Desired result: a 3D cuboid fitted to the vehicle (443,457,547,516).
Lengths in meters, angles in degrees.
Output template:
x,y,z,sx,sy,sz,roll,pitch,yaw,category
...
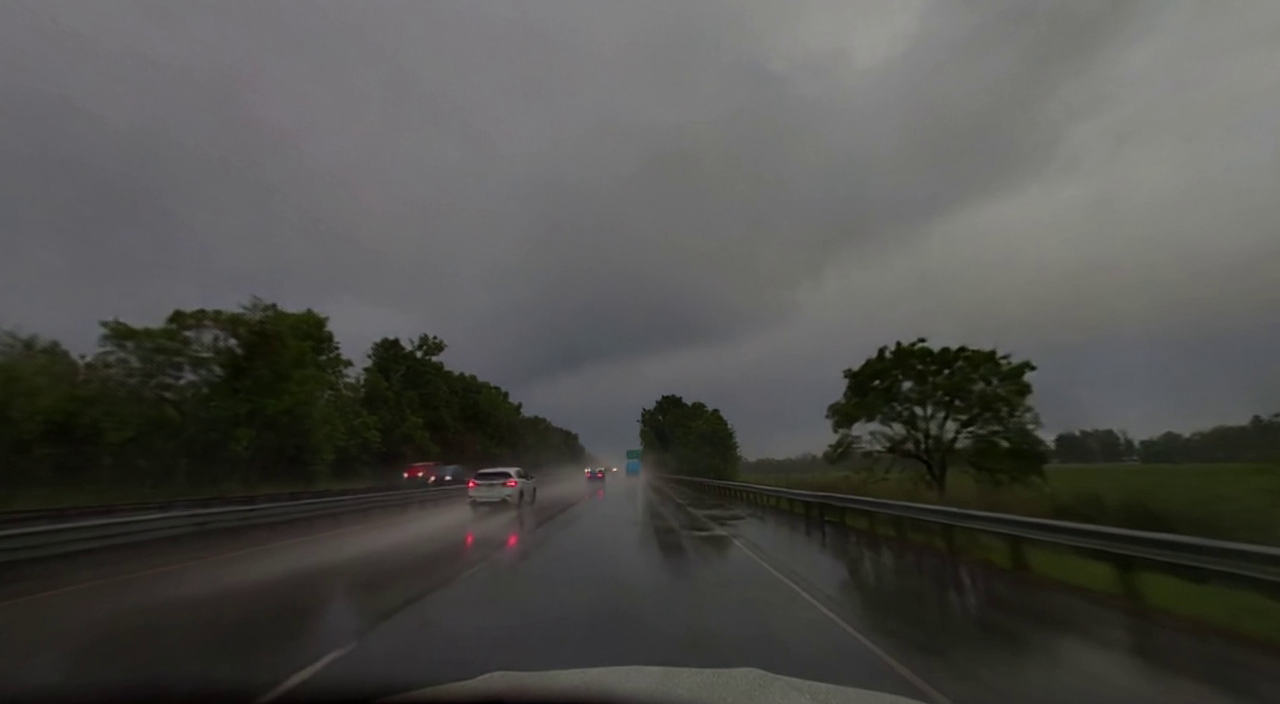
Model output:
x,y,z,sx,sy,sz,roll,pitch,yaw,category
-4.269,4.083,19.367,2.040,1.525,4.603,1,-11,1,vehicle
